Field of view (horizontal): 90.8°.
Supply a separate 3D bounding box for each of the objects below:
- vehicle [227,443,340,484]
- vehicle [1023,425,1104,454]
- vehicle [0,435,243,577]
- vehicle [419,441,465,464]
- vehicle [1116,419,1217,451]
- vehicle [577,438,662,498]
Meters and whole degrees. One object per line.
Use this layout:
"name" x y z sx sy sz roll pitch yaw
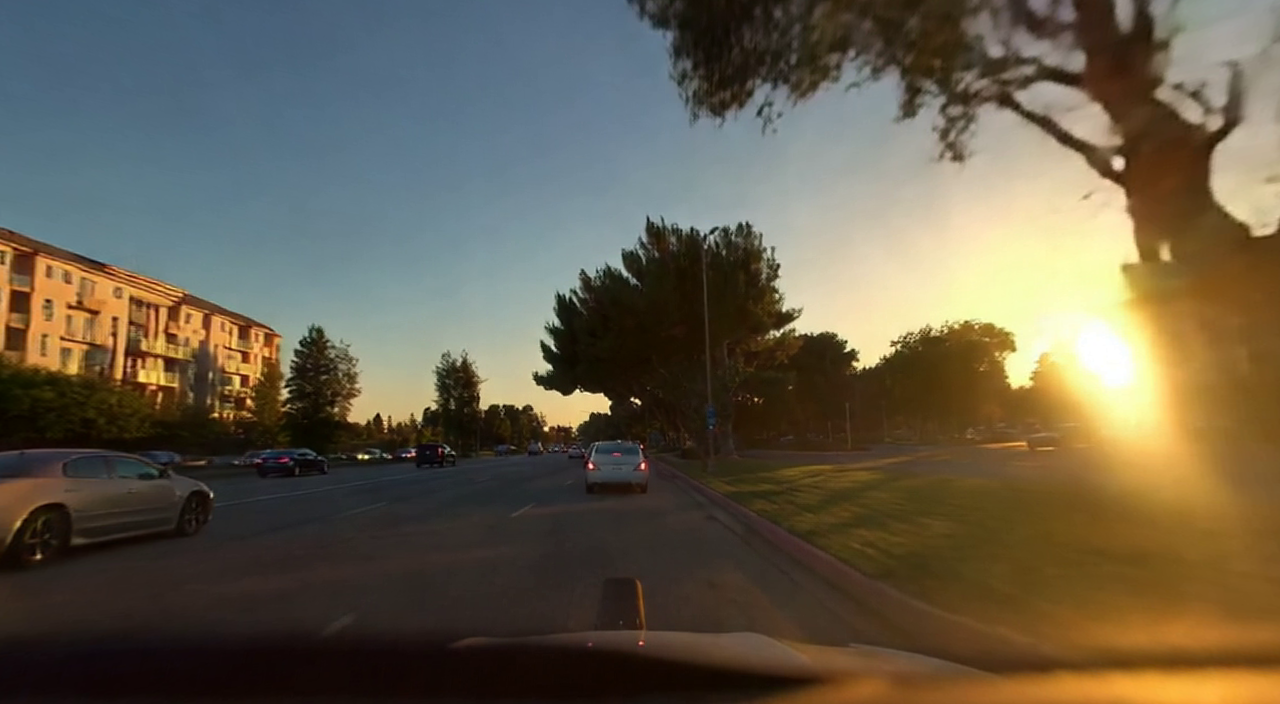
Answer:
"vehicle" -14.361 4.498 25.821 2.024 1.484 4.592 1 -9 -1
"vehicle" 24.835 5.181 37.142 3.437 1.408 1.759 -3 -9 -5
"vehicle" -7.544 1.829 8.116 1.906 1.449 4.576 0 -9 0
"vehicle" -15.107 7.701 48.452 2.064 1.686 4.380 0 -9 0
"vehicle" 26.599 4.203 31.982 3.512 1.415 1.722 -2 -9 -4
"vehicle" -0.550 3.218 17.890 2.099 1.469 4.389 0 -9 -1
